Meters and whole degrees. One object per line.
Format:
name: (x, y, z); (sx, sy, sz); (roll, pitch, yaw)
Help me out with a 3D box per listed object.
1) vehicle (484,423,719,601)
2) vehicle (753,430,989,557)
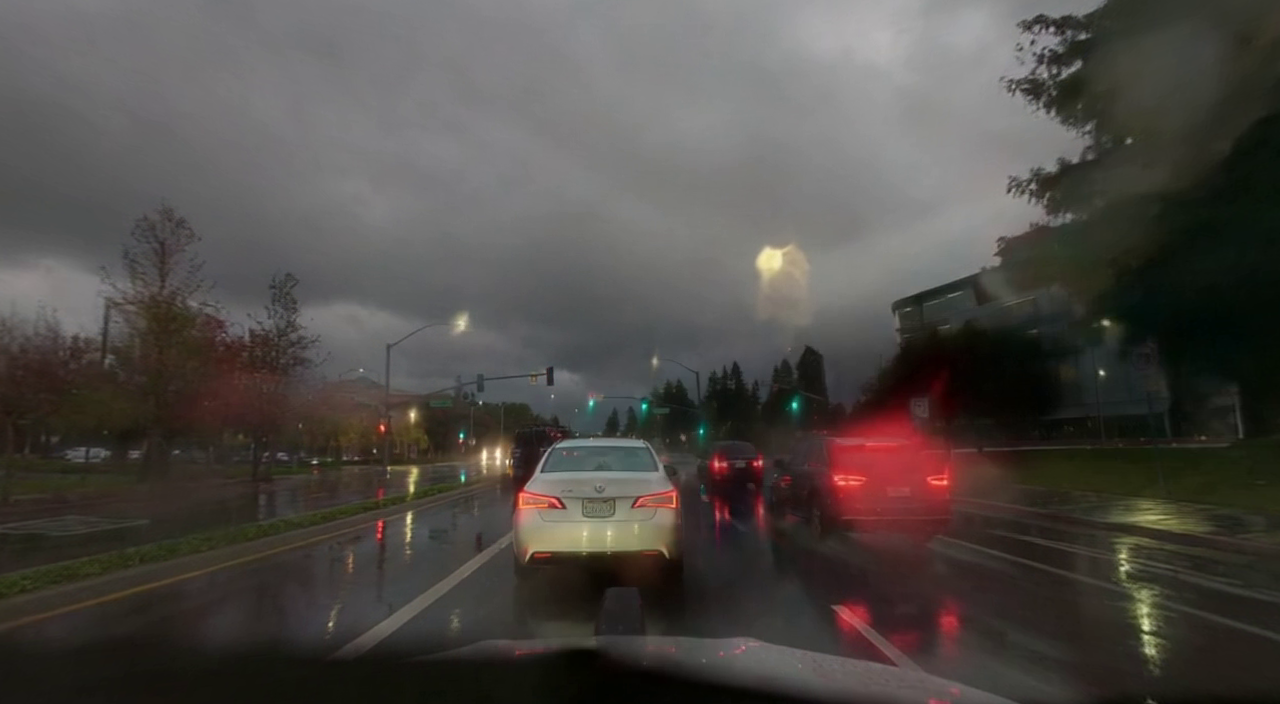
vehicle: (-0.353, 1.635, 7.234); (2.006, 1.487, 3.535); (0, -9, -1)
vehicle: (3.136, 2.004, 9.700); (1.910, 1.474, 4.263); (0, -9, -2)
